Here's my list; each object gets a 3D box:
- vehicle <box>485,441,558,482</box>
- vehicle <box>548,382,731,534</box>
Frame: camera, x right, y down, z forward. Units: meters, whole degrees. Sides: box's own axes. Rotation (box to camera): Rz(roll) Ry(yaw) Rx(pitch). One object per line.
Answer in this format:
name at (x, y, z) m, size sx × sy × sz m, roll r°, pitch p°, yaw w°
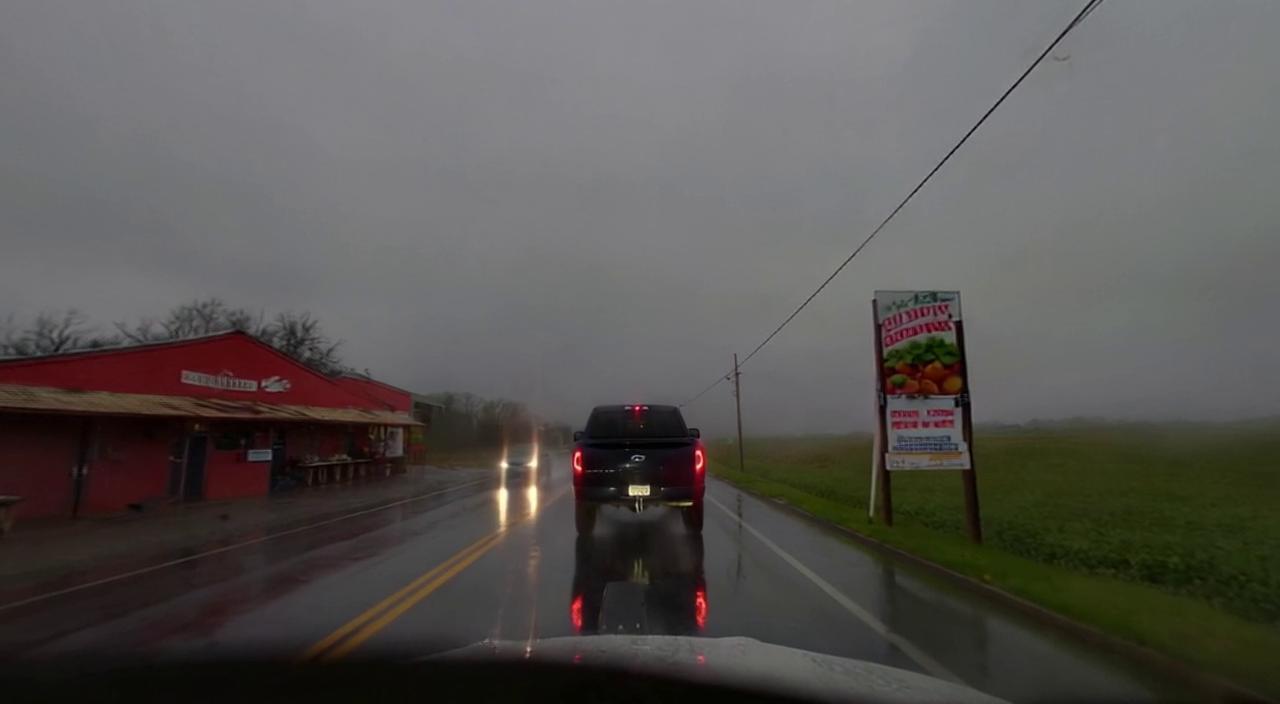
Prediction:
vehicle at (-4.619, 4.348, 25.303) m, size 2.121 × 1.473 × 4.390 m, roll 0°, pitch -8°, yaw -1°
vehicle at (-0.095, 1.996, 12.352) m, size 2.693 × 2.223 × 5.885 m, roll 0°, pitch -8°, yaw -2°
